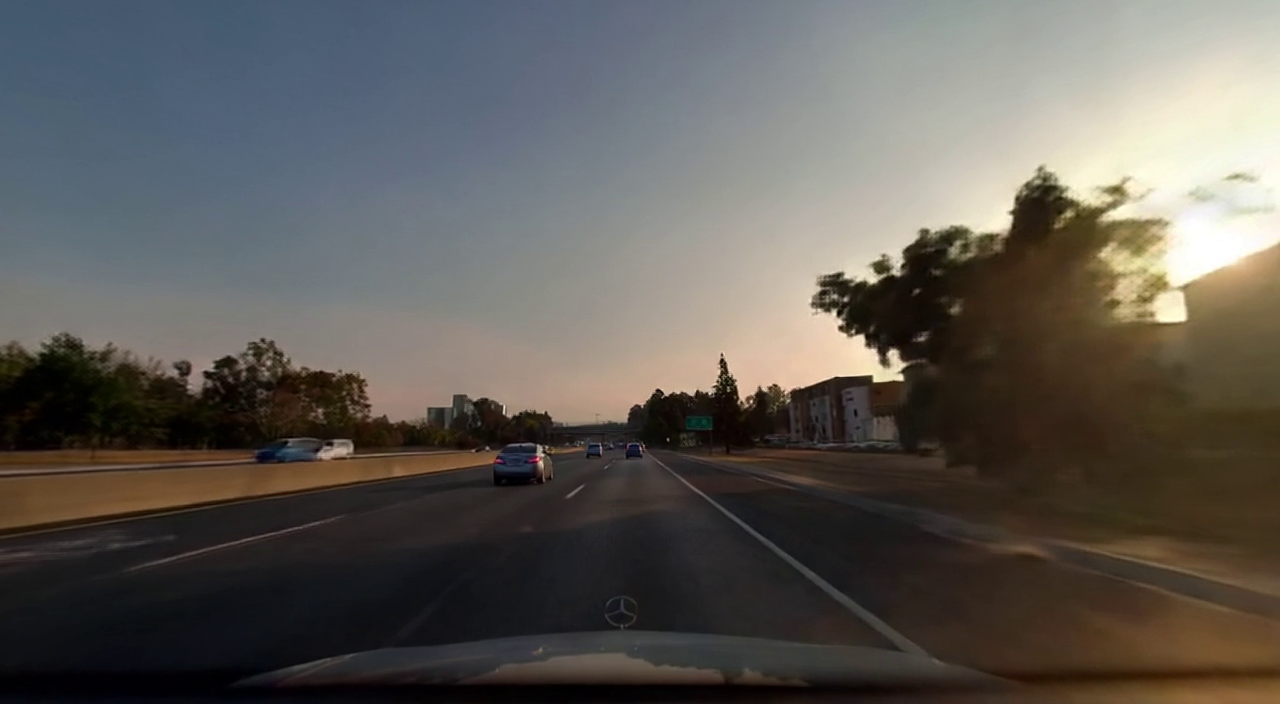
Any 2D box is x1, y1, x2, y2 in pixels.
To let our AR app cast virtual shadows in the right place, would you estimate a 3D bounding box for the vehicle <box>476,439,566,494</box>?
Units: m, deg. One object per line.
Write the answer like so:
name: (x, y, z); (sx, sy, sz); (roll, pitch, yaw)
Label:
vehicle: (-3.435, 3.390, 19.091); (1.920, 1.463, 4.134); (0, -9, 0)
